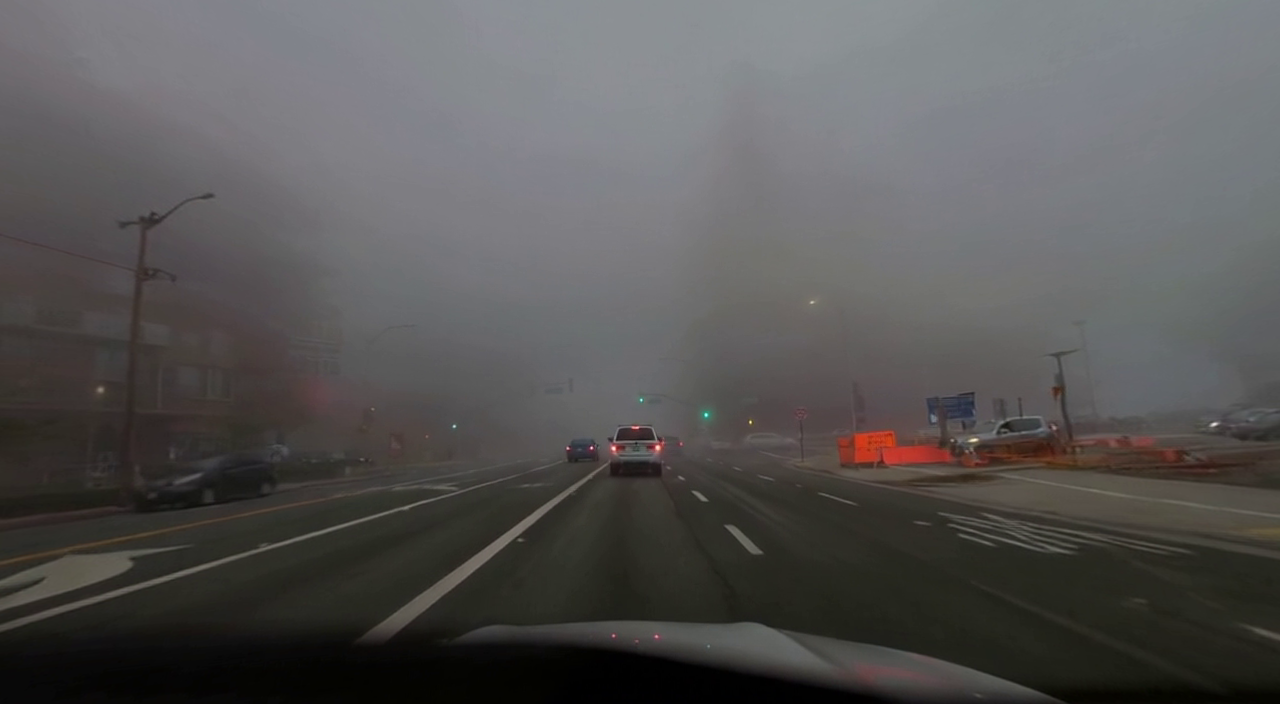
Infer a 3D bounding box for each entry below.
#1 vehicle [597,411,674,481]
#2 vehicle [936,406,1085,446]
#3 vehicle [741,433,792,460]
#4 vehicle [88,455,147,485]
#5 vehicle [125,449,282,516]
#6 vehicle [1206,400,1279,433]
[{"bbox_3d":[-0.204,3.315,22.205,2.350,2.122,5.801,0,-8,-2],"label":"vehicle"},{"bbox_3d":[14.929,3.068,25.504,4.986,1.467,2.025,-6,-10,34],"label":"vehicle"},{"bbox_3d":[7.636,5.635,37.775,2.145,1.503,4.267,-4,-9,23],"label":"vehicle"},{"bbox_3d":[-33.295,7.447,40.060,4.692,1.720,1.941,-7,-11,40],"label":"vehicle"},{"bbox_3d":[-12.661,3.741,18.620,1.887,1.536,4.088,-5,-8,-2],"label":"vehicle"},{"bbox_3d":[30.988,3.223,31.196,1.810,1.448,4.550,-1,-8,4],"label":"vehicle"}]
